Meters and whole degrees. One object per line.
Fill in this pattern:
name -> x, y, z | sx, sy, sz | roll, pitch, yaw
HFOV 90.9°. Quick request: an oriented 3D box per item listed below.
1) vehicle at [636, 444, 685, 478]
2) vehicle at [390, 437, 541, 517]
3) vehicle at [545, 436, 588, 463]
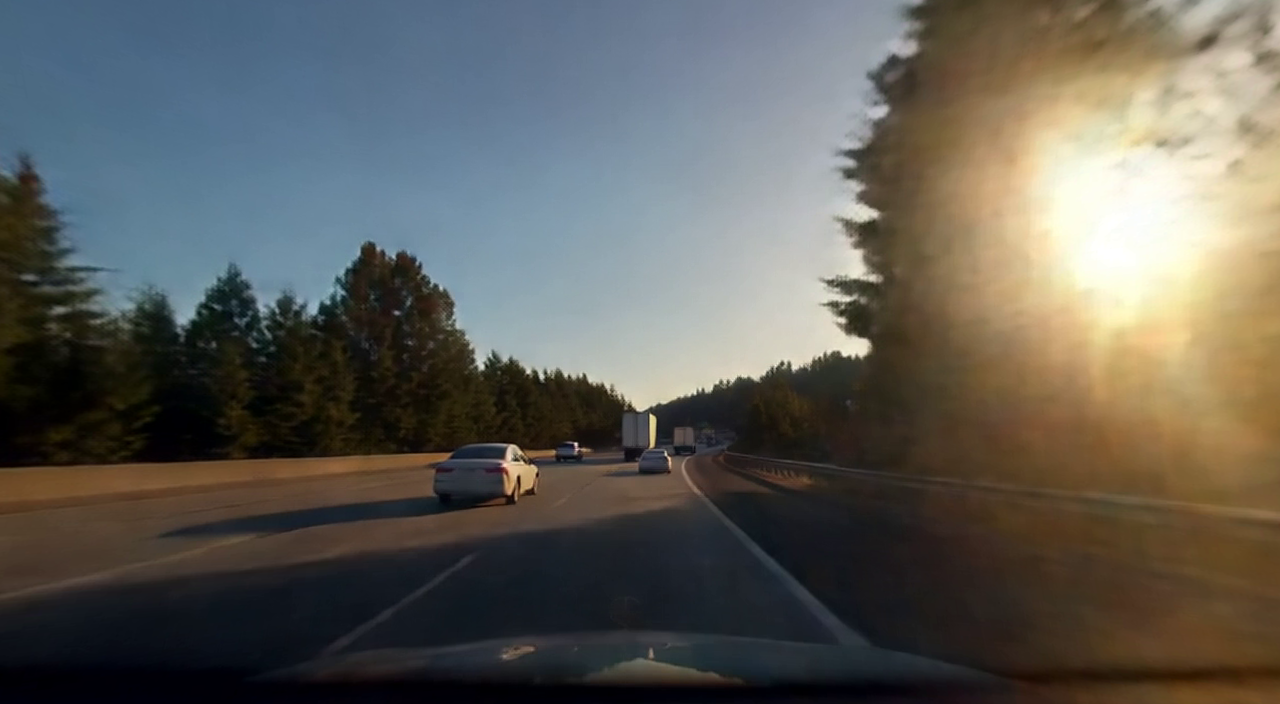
vehicle -> 0.903, 4.697, 27.384 | 1.984, 1.365, 3.767 | 0, -9, 2
vehicle -> -3.656, 2.697, 14.207 | 1.916, 1.486, 4.631 | 0, -9, 2
vehicle -> -5.315, 7.120, 46.209 | 2.142, 1.833, 4.854 | -1, -9, 5
